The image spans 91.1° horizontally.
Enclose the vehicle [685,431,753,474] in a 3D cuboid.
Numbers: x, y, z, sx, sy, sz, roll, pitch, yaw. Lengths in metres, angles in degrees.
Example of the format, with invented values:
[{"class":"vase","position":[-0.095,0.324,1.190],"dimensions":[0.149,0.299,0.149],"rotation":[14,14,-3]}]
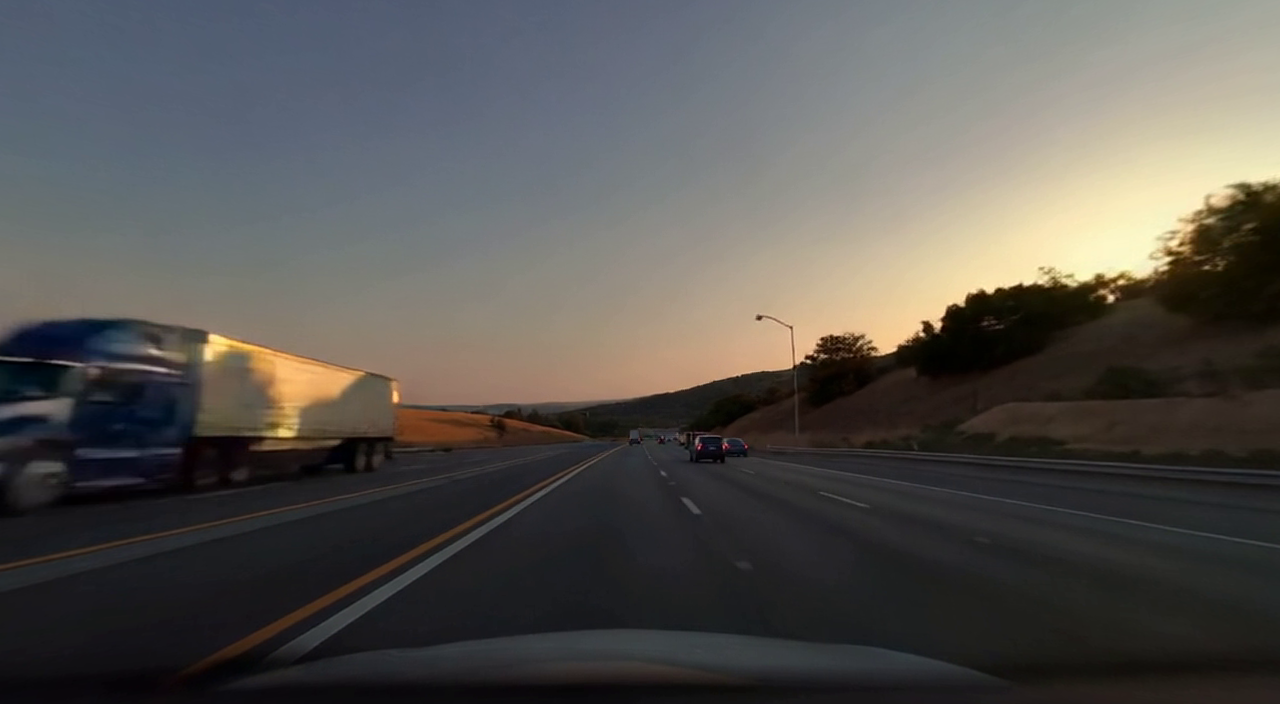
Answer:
[{"class":"vehicle","position":[3.095,4.038,25.586],"dimensions":[2.084,1.583,4.420],"rotation":[0,-8,-1]}]

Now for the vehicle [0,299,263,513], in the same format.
[{"class":"vehicle","position":[-12.350,1.387,14.853],"dimensions":[2.955,4.003,6.220],"rotation":[0,-8,-1]}]
